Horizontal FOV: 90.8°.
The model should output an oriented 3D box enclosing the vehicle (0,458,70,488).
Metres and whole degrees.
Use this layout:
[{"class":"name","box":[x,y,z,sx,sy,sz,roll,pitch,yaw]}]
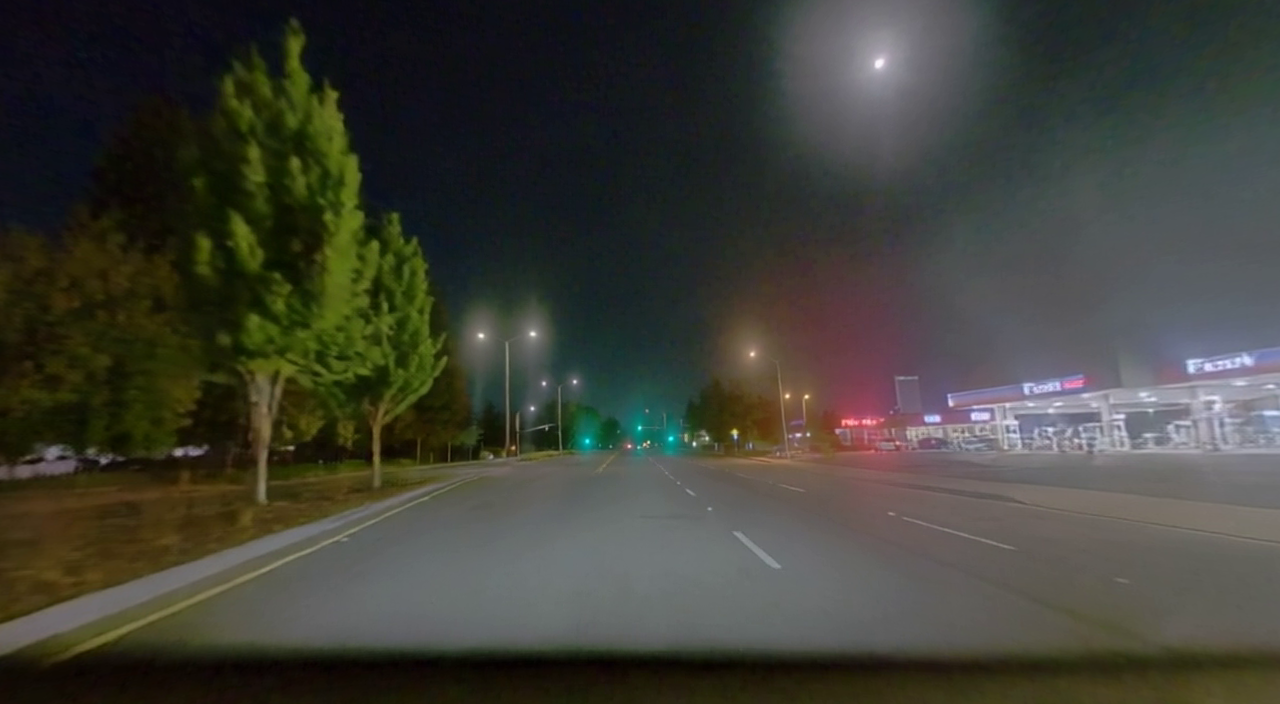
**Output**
[{"class":"vehicle","box":[-37.297,7.261,37.869,4.316,1.603,1.815,-2,-9,-2]}]
